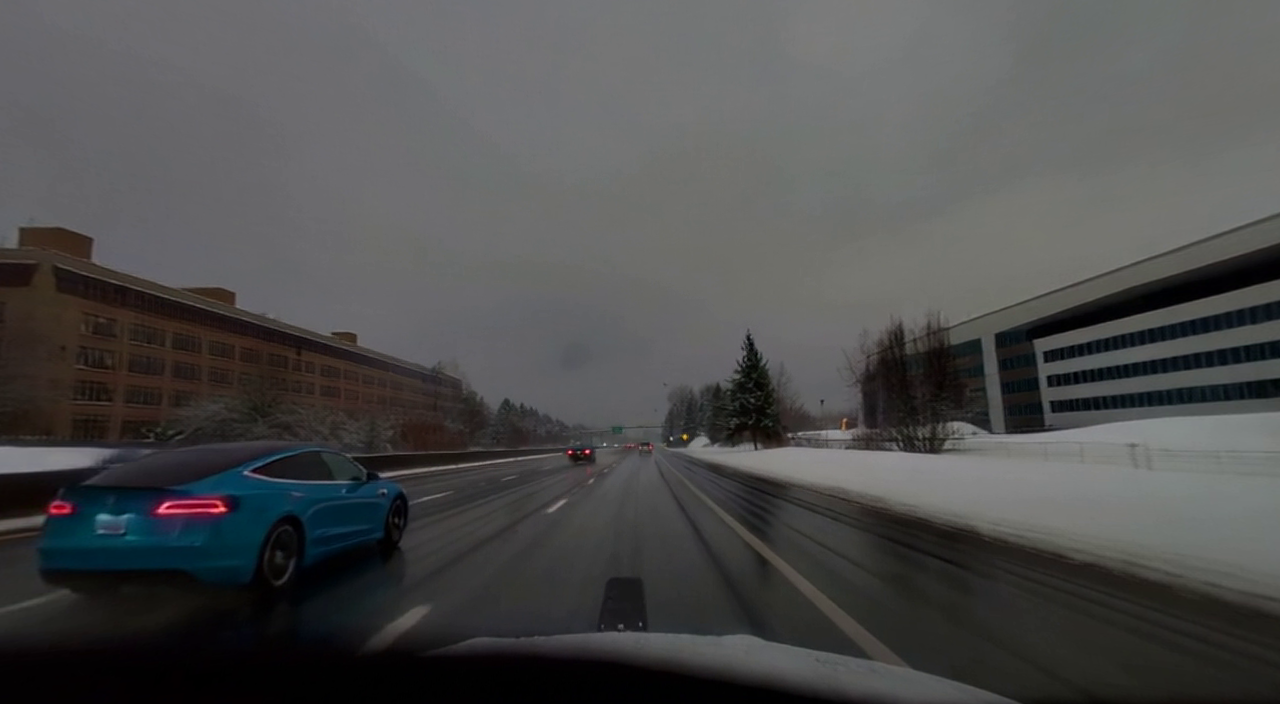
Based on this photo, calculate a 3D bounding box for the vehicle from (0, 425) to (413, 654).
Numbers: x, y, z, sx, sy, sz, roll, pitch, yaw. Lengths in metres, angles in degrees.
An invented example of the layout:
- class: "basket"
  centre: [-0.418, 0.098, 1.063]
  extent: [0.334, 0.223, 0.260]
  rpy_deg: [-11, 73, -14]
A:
- class: "vehicle"
  centre: [-4.160, 1.543, 6.358]
  extent: [2.083, 1.471, 4.350]
  rpy_deg: [0, -8, 1]

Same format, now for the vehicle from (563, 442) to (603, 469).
- class: "vehicle"
  centre: [-3.278, 6.034, 37.106]
  extent: [1.926, 1.464, 4.186]
  rpy_deg: [0, -8, 0]
